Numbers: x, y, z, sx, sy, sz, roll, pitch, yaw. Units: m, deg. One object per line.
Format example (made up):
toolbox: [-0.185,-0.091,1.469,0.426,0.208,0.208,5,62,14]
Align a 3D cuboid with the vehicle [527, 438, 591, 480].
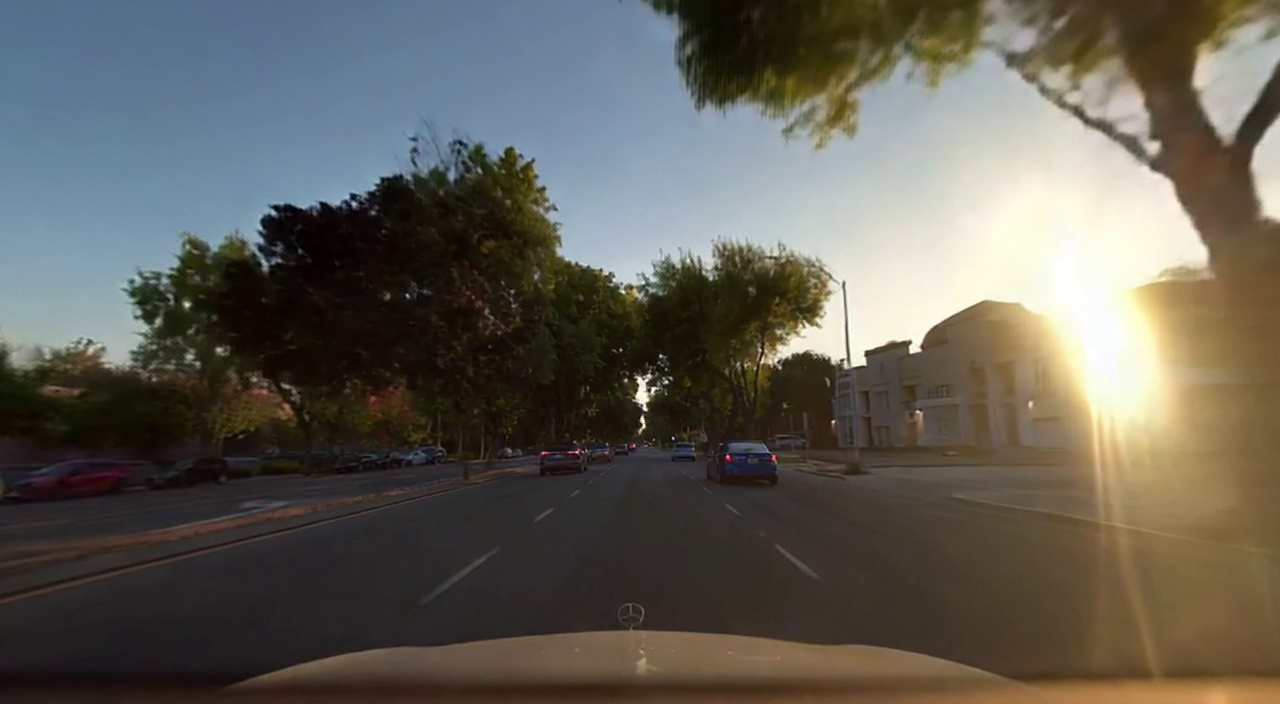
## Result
vehicle: [-3.348,4.508,26.766,2.113,1.626,4.129,0,-8,1]

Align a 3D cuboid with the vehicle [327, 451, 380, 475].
vehicle: [-22.420,8.695,49.537,1.918,1.698,4.581,0,-8,1]

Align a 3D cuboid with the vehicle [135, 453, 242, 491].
vehicle: [-22.524,5.979,31.730,1.922,1.682,4.638,0,-8,0]

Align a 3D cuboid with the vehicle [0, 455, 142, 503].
vehicle: [-22.709,5.011,25.308,1.853,1.693,4.233,0,-8,1]

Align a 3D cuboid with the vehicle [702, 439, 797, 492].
vehicle: [3.267,3.482,19.753,2.083,1.474,4.360,0,-8,-1]
